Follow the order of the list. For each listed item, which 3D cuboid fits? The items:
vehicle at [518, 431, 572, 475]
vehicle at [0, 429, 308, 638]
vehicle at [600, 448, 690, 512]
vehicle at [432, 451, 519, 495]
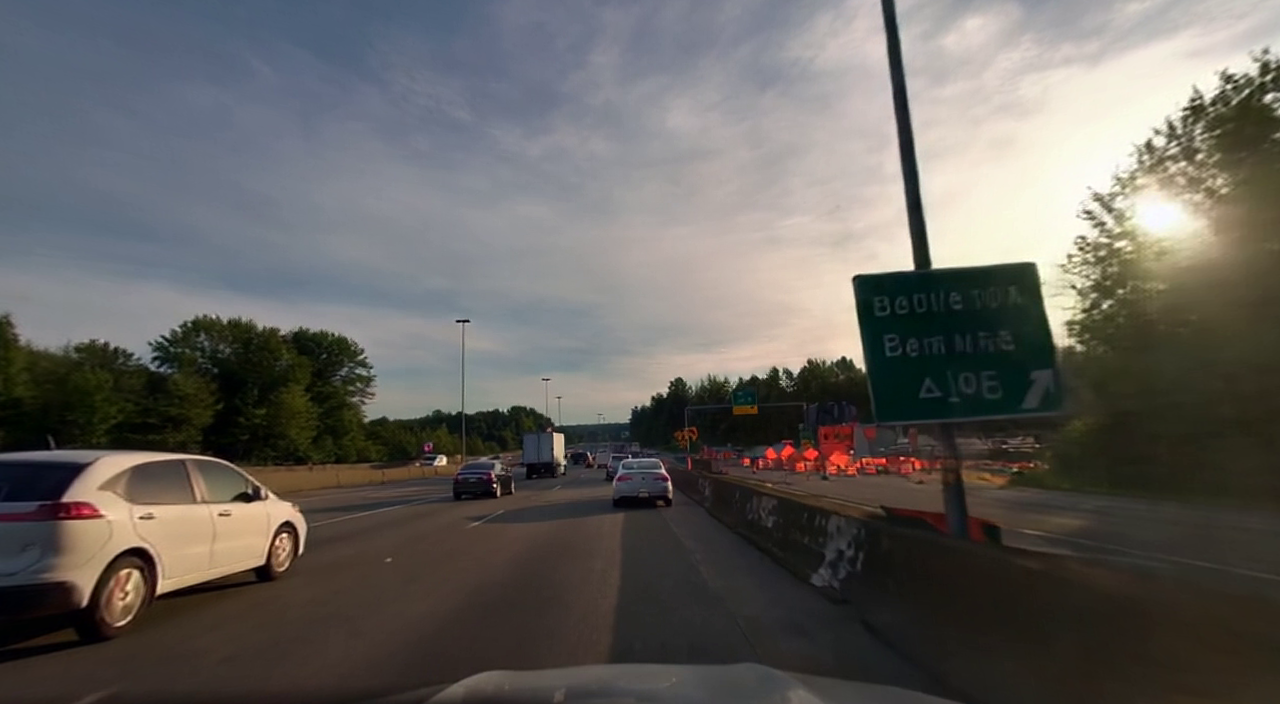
[{"bbox_3d":[-6.026,6.521,40.713,2.326,2.645,6.249,0,-9,1],"label":"vehicle"},{"bbox_3d":[-5.583,1.608,6.460,1.892,1.481,4.573,0,-9,-1],"label":"vehicle"},{"bbox_3d":[0.104,3.230,16.337,2.080,1.451,3.512,0,-9,-1],"label":"vehicle"},{"bbox_3d":[-5.813,4.303,22.737,2.063,1.417,4.000,0,-9,0],"label":"vehicle"}]
